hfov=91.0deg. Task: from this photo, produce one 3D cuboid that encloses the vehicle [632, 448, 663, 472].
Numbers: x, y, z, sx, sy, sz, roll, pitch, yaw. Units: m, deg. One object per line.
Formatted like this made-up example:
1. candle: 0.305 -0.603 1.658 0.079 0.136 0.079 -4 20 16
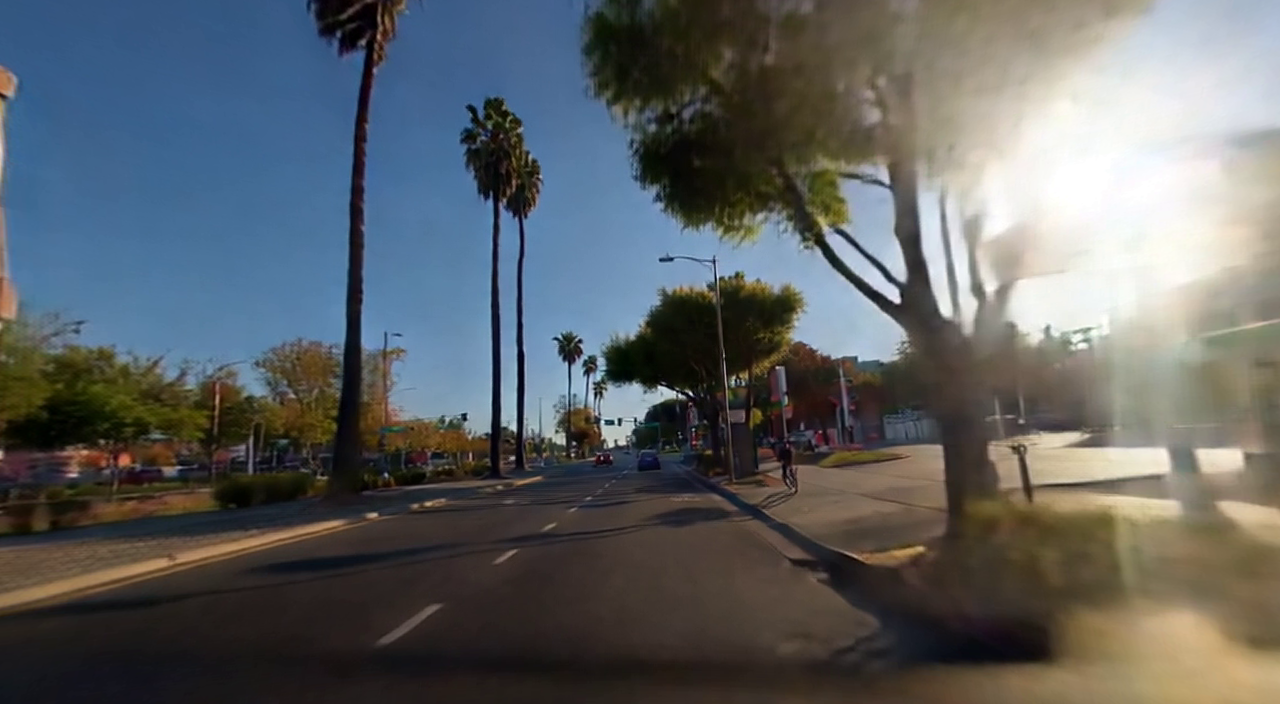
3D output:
1. vehicle: 0.530 7.382 43.088 2.050 1.509 4.148 0 -8 1
